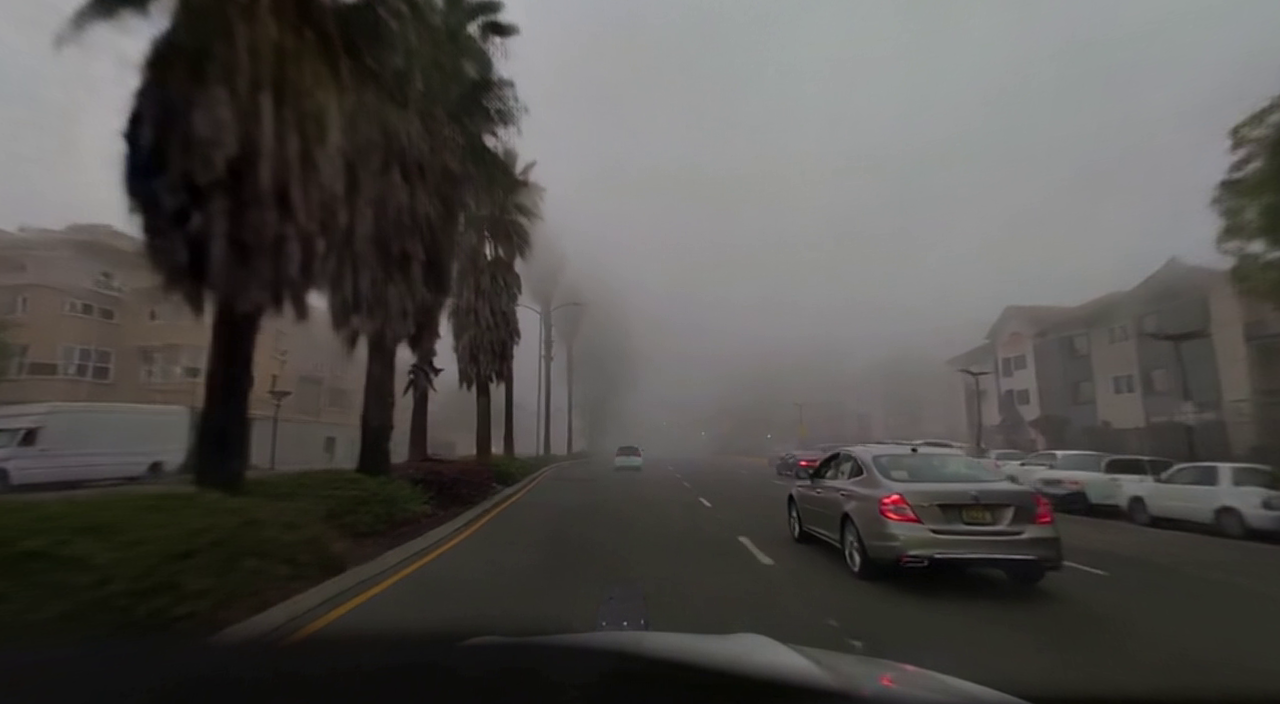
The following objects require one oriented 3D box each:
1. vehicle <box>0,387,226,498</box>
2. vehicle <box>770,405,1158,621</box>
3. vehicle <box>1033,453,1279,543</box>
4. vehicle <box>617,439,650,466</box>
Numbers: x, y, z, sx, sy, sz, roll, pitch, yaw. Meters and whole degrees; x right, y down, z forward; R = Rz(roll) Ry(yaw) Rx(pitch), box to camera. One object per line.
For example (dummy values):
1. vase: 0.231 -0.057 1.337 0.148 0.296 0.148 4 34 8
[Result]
1. vehicle: -18.985 3.228 22.278 2.933 3.159 8.124 -1 -9 2
2. vehicle: 2.934 1.558 7.036 2.009 1.639 4.267 0 -9 -1
3. vehicle: 10.199 2.820 12.814 1.745 1.413 4.115 3 -9 -1
4. vehicle: -0.392 6.682 42.031 2.087 1.709 4.076 0 -9 0
